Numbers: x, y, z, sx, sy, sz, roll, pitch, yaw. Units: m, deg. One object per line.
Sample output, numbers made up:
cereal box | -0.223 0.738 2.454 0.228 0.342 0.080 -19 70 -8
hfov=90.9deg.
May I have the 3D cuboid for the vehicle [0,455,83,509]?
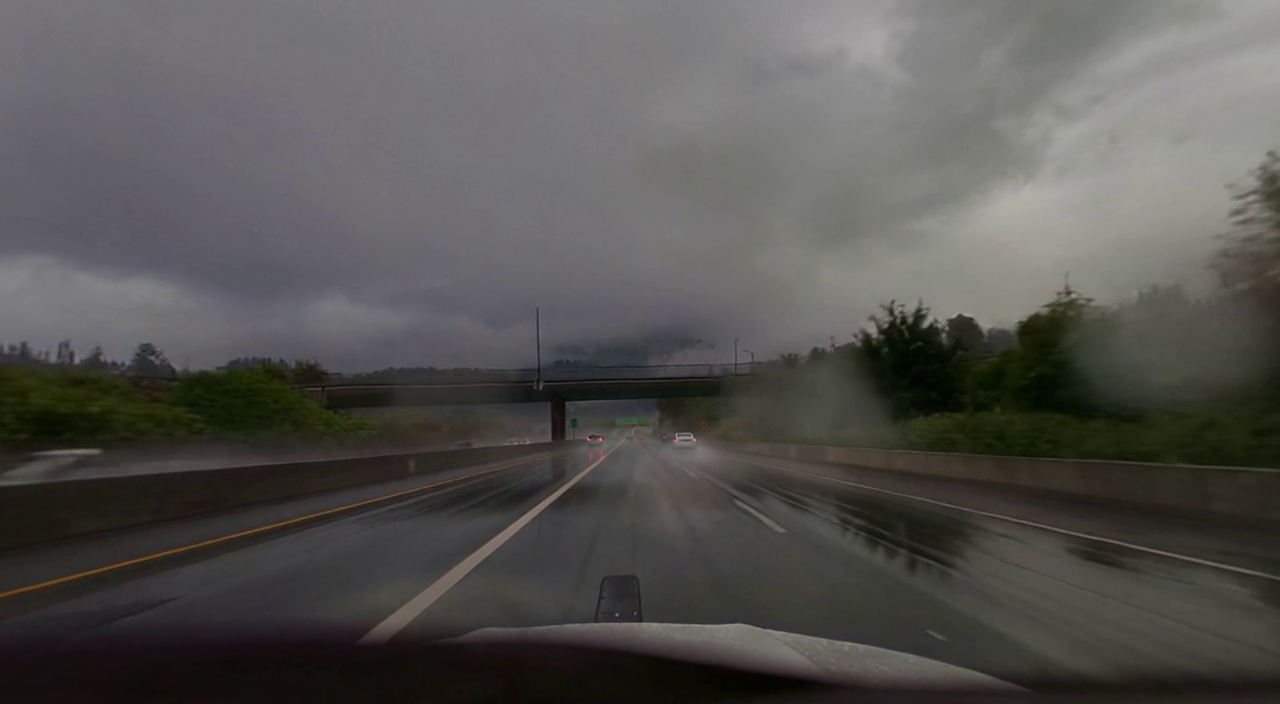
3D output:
vehicle | -20.996 4.283 20.923 1.749 1.567 3.519 0 -8 -1
